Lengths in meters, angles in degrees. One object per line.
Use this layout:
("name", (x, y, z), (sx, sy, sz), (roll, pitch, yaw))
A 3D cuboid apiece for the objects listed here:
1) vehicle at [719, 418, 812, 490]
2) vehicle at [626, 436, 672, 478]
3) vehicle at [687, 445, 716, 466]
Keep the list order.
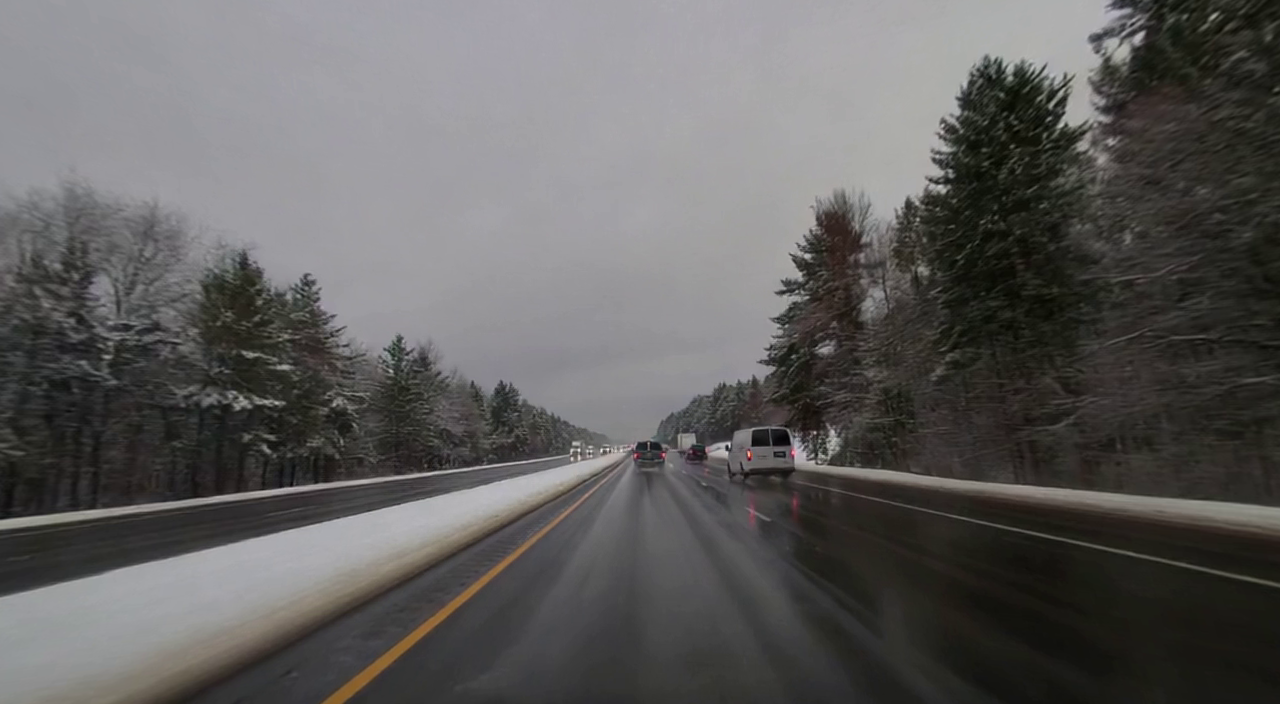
("vehicle", (4.323, 3.644, 22.686), (2.232, 2.290, 4.720), (0, -9, -2))
("vehicle", (0.431, 5.190, 31.443), (2.143, 1.925, 4.101), (0, -9, 0))
("vehicle", (4.756, 8.047, 49.080), (1.868, 1.566, 3.509), (0, -9, -1))
